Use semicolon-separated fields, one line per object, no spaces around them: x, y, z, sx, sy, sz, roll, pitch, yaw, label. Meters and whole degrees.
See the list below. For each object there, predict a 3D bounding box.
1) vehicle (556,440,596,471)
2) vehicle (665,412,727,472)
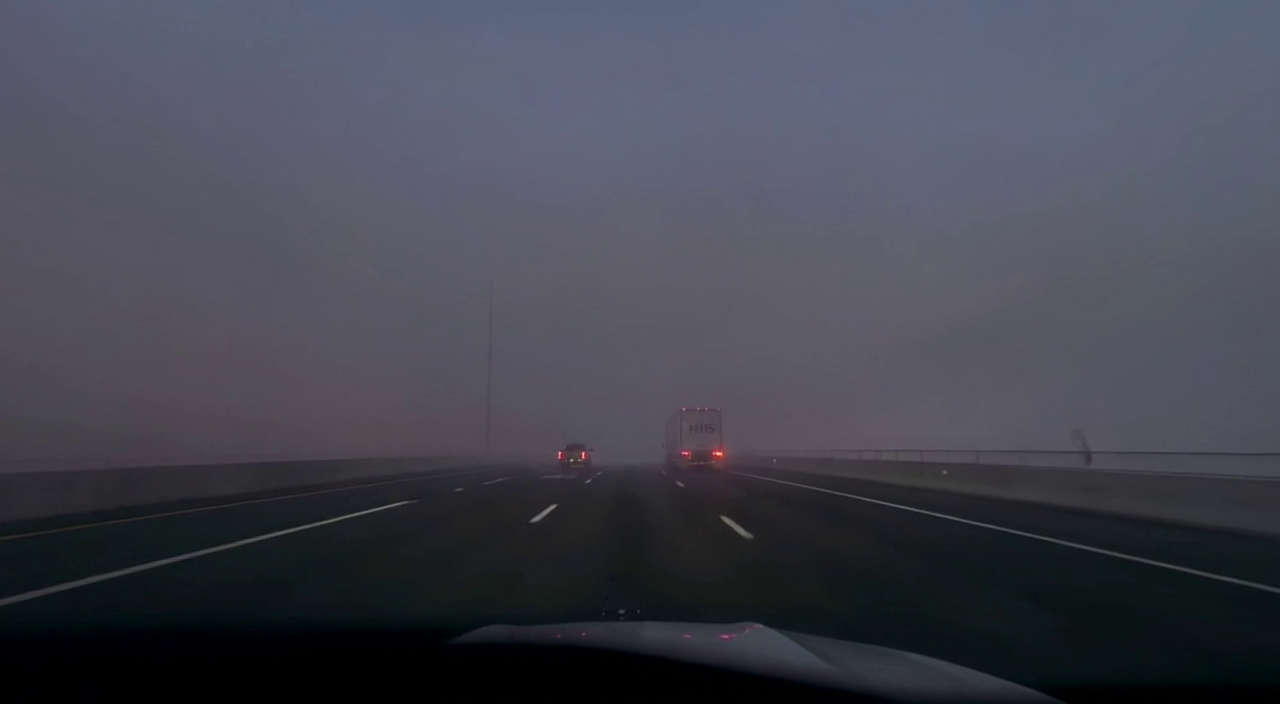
-4.088;6.724;40.809;2.173;1.857;4.800;0;-9;-1;vehicle
3.562;6.245;43.132;2.823;3.509;12.118;0;-9;-1;vehicle
